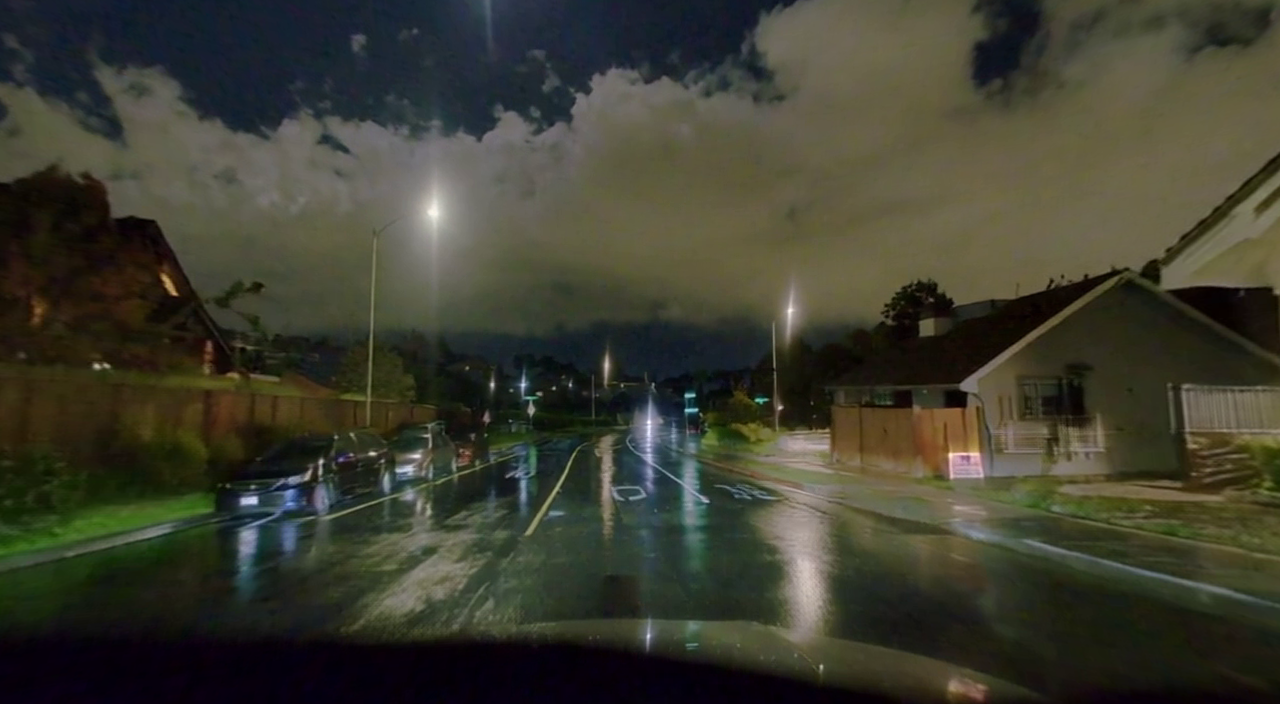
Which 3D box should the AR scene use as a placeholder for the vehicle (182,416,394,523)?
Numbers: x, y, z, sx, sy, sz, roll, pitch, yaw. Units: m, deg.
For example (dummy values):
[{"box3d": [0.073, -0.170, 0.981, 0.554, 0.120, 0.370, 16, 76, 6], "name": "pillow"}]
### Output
[{"box3d": [-6.789, 2.272, 12.827, 2.147, 1.780, 4.165, 0, -8, -5], "name": "vehicle"}]
